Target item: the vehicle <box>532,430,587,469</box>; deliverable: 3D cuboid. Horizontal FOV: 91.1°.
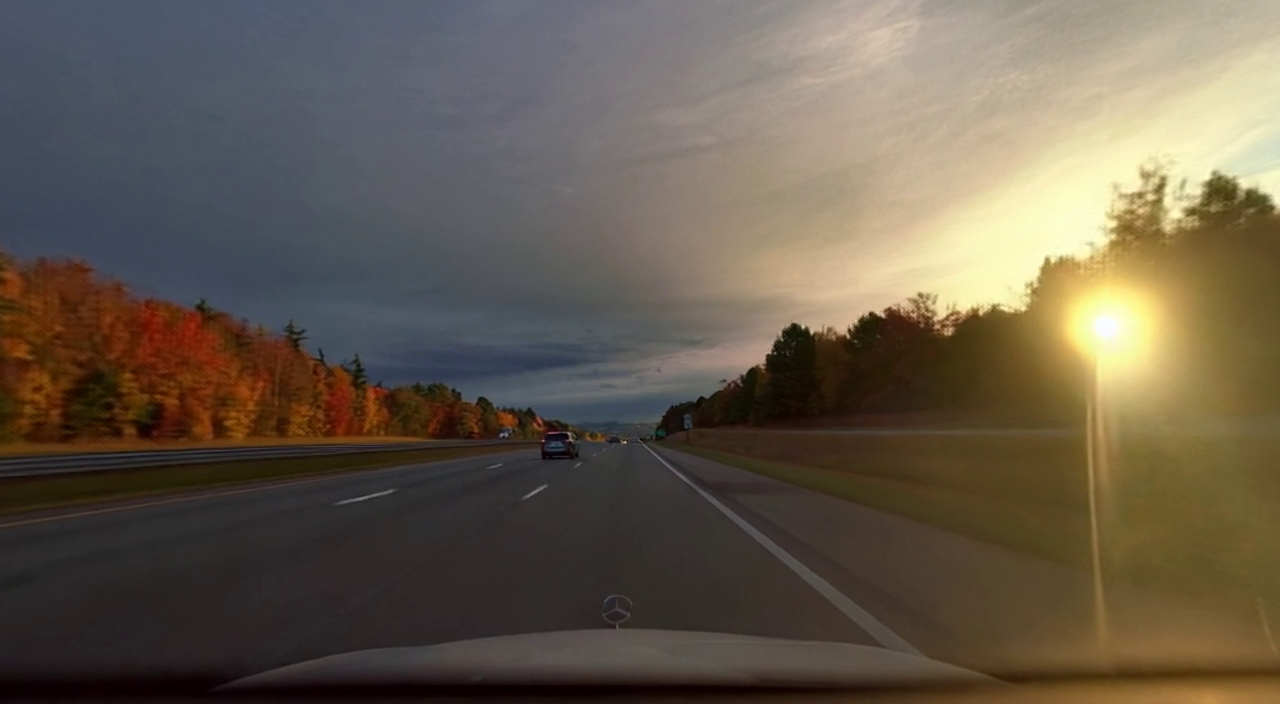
[{"bbox_3d":[-3.664,4.509,29.342,2.057,1.666,4.552,0,-8,-1],"label":"vehicle"}]
